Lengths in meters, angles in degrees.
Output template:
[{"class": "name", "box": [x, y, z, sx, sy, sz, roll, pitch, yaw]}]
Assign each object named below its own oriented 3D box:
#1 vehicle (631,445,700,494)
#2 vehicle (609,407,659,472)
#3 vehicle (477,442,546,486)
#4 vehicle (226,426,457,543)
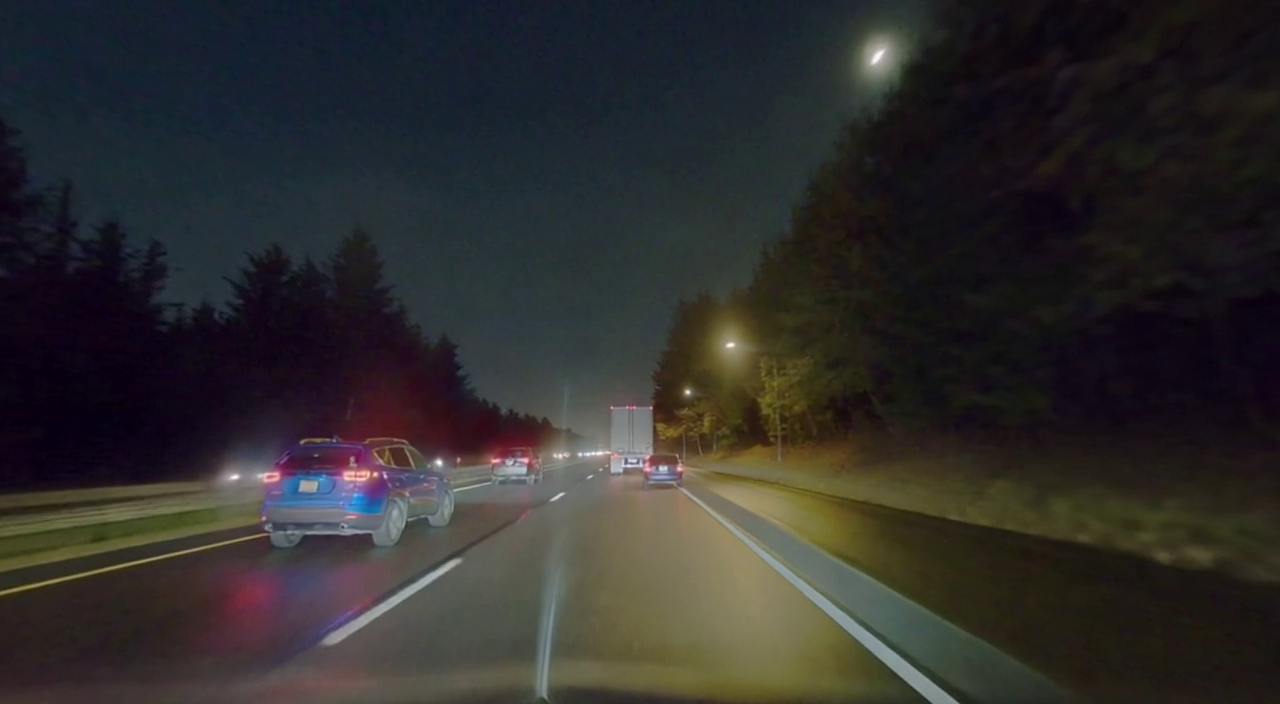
[{"class": "vehicle", "box": [0.759, 3.907, 21.207, 2.026, 1.489, 4.045, 0, -9, -2]}, {"class": "vehicle", "box": [-0.620, 6.330, 44.915, 3.113, 4.066, 10.786, 0, -9, -3]}, {"class": "vehicle", "box": [-5.211, 4.606, 26.028, 2.035, 1.664, 4.064, 0, -9, -1]}, {"class": "vehicle", "box": [-4.944, 2.247, 11.210, 2.100, 1.671, 4.105, 0, -9, 0]}]
